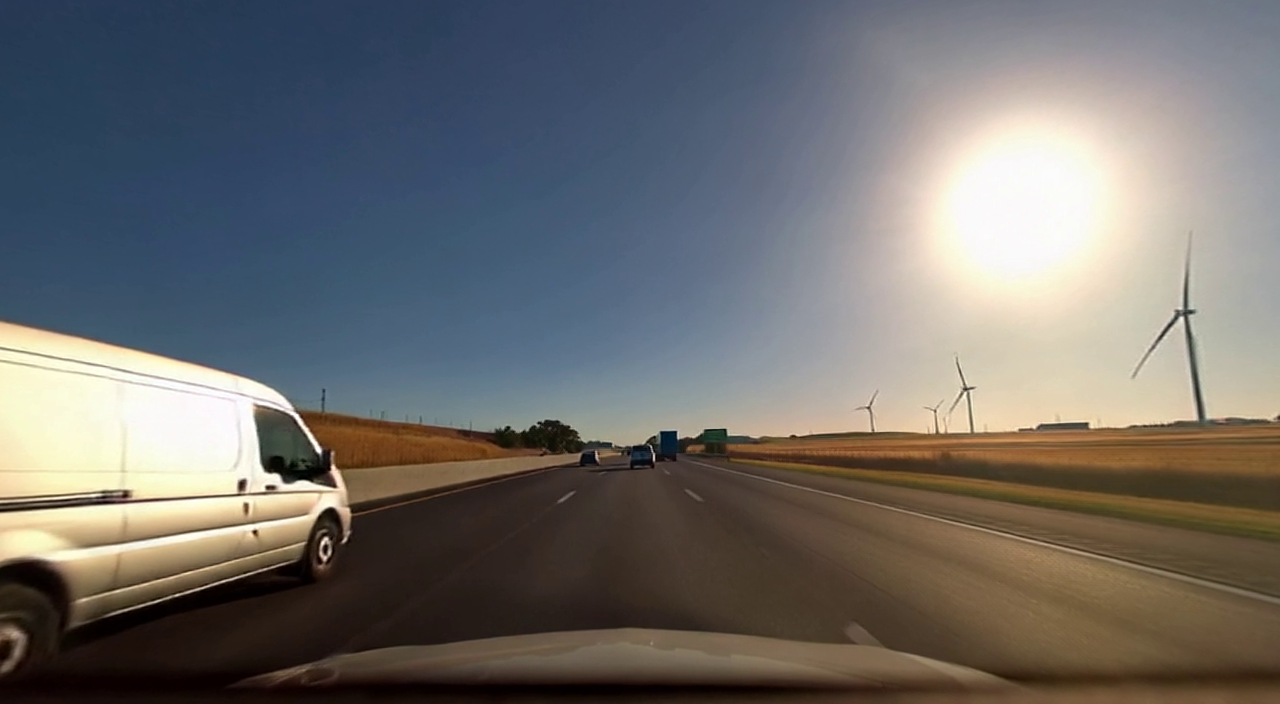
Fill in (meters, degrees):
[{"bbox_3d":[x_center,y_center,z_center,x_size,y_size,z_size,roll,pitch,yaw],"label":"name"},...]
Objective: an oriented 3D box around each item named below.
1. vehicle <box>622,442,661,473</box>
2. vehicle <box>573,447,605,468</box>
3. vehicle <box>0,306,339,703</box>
[{"bbox_3d":[0.068,6.090,36.521,2.083,1.689,4.083,0,-9,0],"label":"vehicle"},{"bbox_3d":[-3.747,7.841,46.999,1.984,1.491,4.341,0,-9,0],"label":"vehicle"},{"bbox_3d":[-4.101,0.925,3.807,2.238,1.984,4.650,0,-9,0],"label":"vehicle"}]
